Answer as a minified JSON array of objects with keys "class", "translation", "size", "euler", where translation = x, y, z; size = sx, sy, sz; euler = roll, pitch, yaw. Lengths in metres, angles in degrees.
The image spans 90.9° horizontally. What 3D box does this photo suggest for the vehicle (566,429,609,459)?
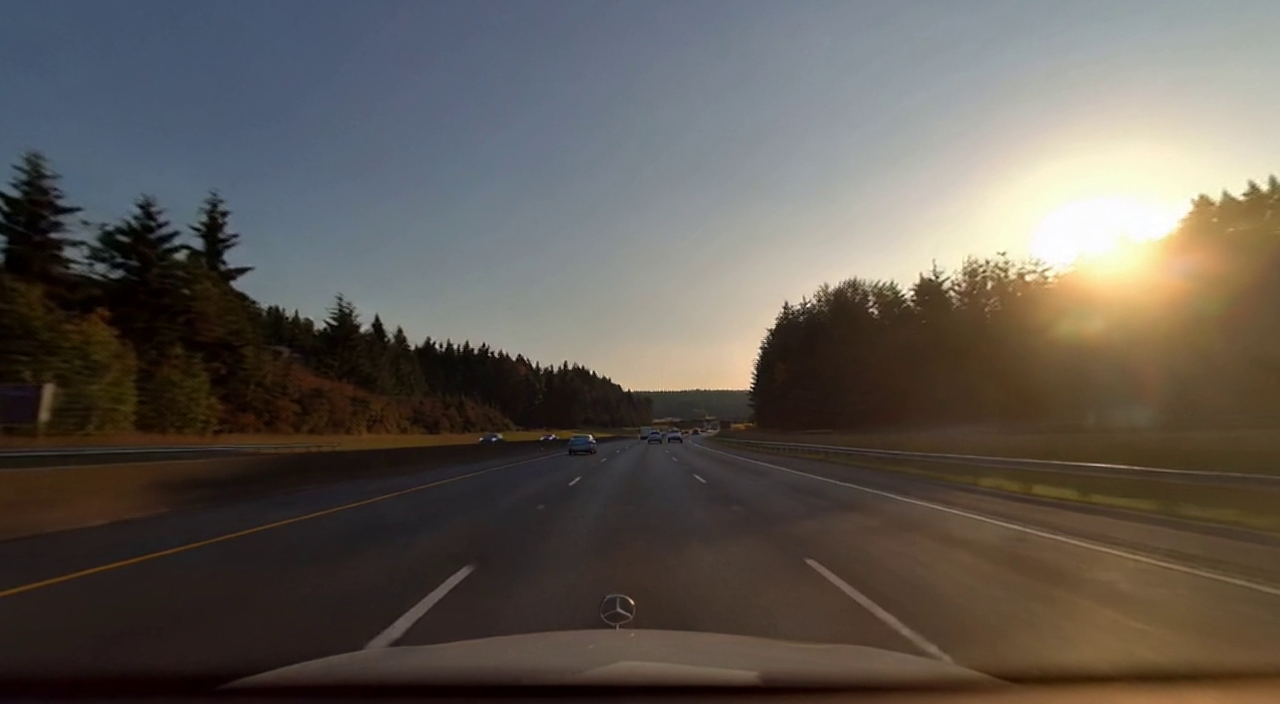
[{"class":"vehicle","translation":[-2.993,5.322,36.714],"size":[2.084,1.654,4.080],"euler":[0,-8,0]}]
